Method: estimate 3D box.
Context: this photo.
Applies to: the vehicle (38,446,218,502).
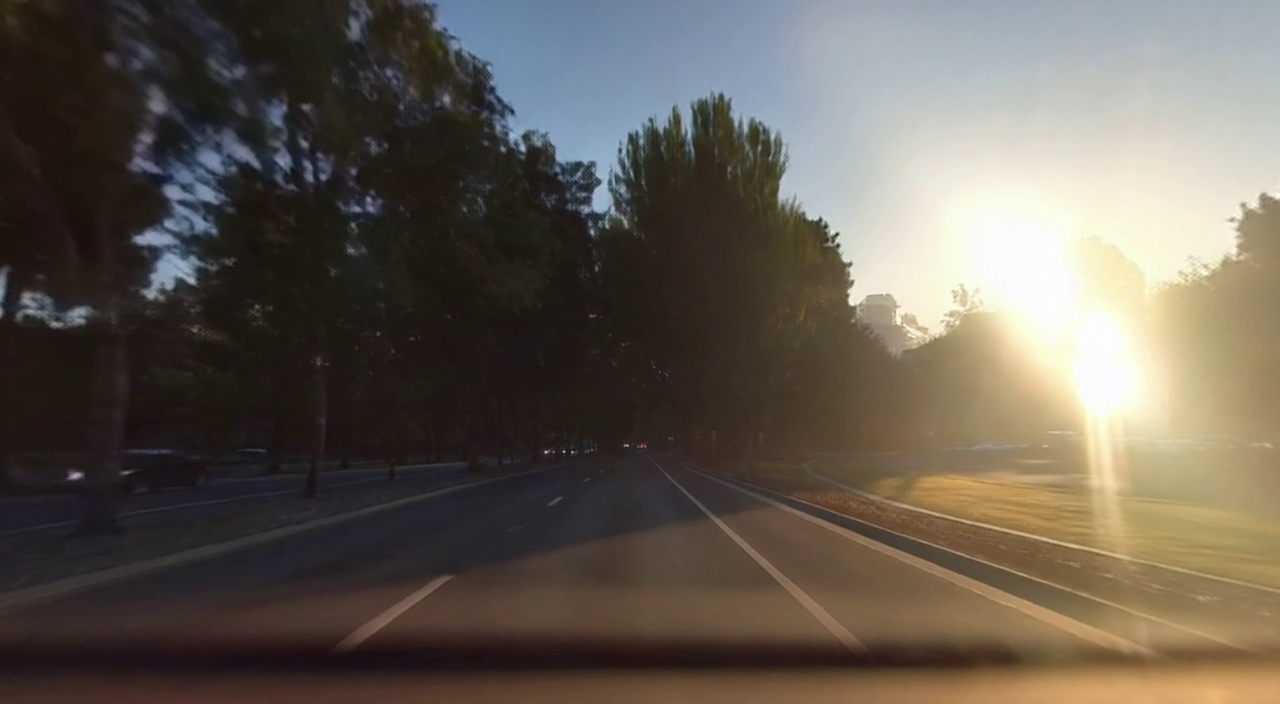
[{"bbox_3d":[-15.627,3.693,19.608,1.862,1.507,4.424,0,-8,0],"label":"vehicle"}]
